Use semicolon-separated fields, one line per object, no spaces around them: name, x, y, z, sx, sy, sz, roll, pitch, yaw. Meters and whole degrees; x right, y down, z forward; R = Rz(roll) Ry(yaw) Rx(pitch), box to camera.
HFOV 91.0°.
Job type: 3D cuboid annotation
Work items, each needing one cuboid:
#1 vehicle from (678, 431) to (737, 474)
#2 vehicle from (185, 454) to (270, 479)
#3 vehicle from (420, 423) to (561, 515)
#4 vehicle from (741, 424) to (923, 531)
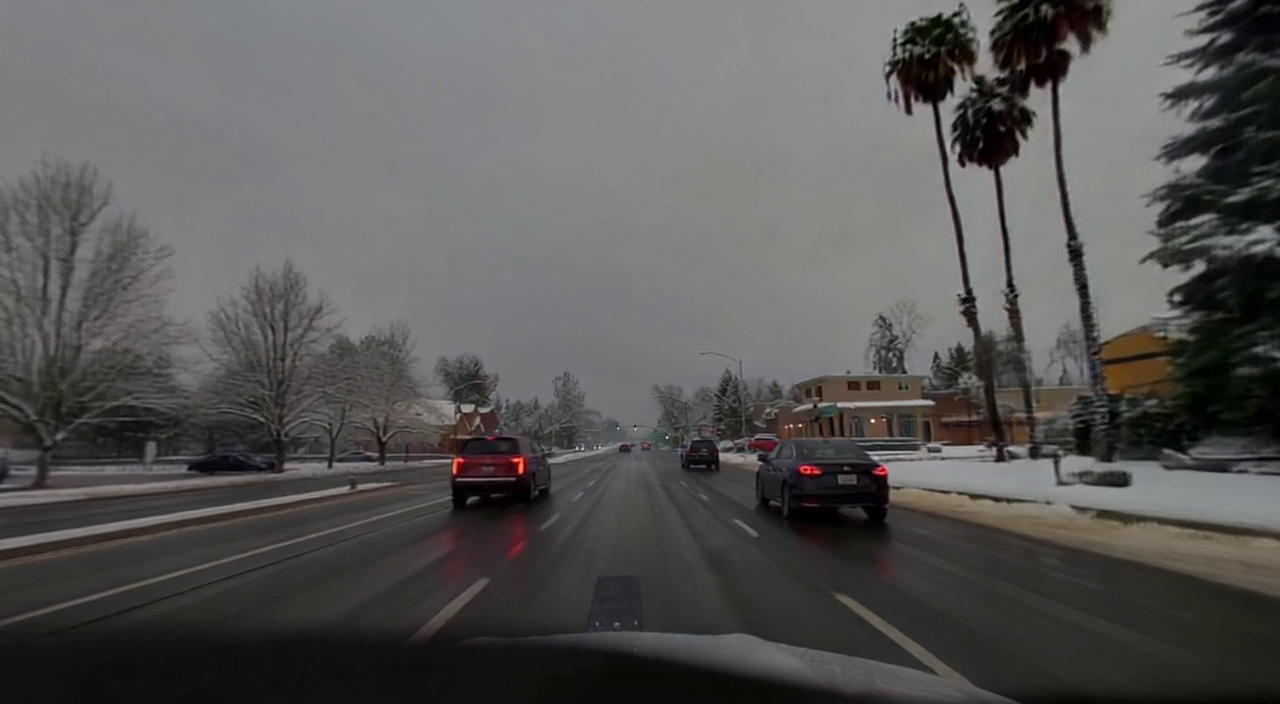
vehicle;3.210;4.914;30.892;2.244;1.901;4.561;0;-8;-2
vehicle;-29.092;8.083;44.505;4.586;1.513;1.973;-2;-9;-2
vehicle;-3.168;2.589;14.414;2.084;1.735;4.528;0;-8;0
vehicle;3.422;2.324;12.225;2.084;1.682;4.148;0;-8;-2
